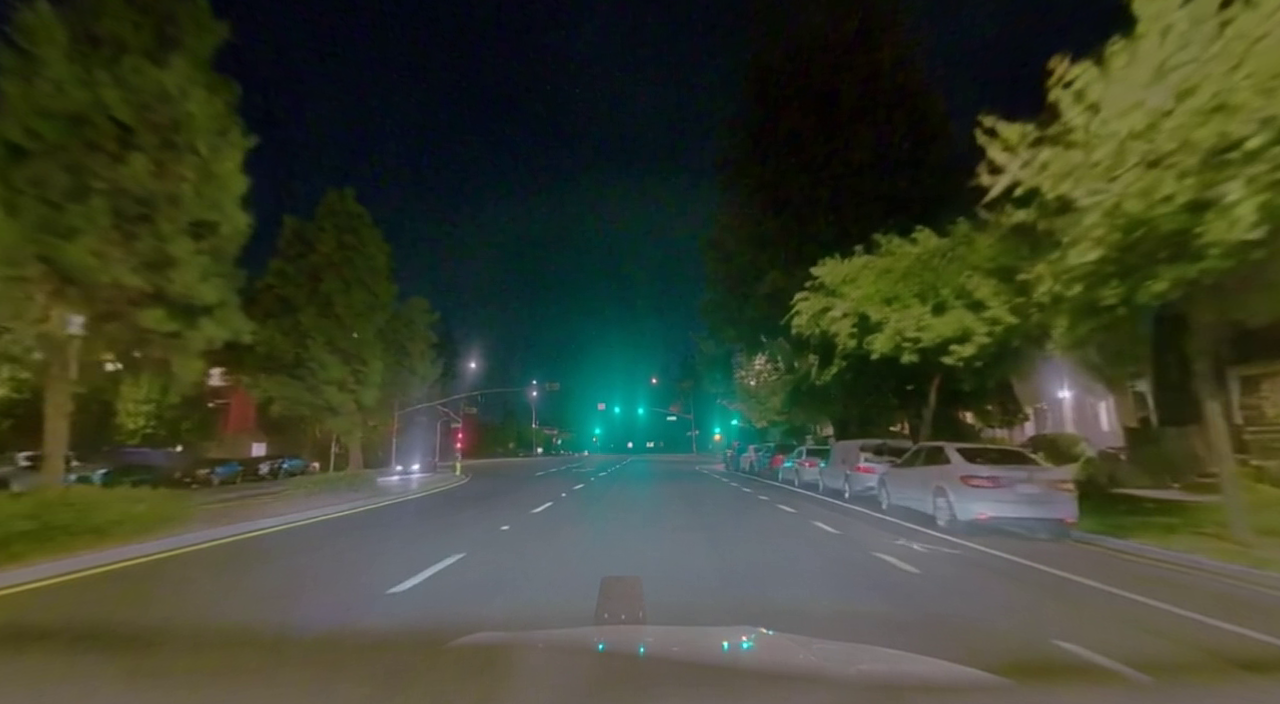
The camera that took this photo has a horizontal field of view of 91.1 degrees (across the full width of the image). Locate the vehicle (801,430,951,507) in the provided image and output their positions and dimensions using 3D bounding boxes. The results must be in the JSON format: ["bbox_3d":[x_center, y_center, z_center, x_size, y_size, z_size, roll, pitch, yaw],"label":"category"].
[{"bbox_3d":[6.212,3.133,17.314,2.112,1.788,4.933,0,-9,-1],"label":"vehicle"}]

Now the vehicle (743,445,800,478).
[{"bbox_3d":[6.468,5.401,31.313,1.901,1.470,4.580,0,-9,1],"label":"vehicle"}]

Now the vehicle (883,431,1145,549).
[{"bbox_3d":[6.223,2.314,11.234,1.918,1.662,4.393,0,-9,-1],"label":"vehicle"}]

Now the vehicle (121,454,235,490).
[{"bbox_3d":[-21.511,5.564,29.511,1.842,1.496,4.614,0,-9,1],"label":"vehicle"}]

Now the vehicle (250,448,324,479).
[{"bbox_3d":[-21.488,6.764,38.413,1.933,1.733,4.518,0,-9,-1],"label":"vehicle"}]

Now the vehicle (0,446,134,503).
[{"bbox_3d":[-21.678,4.420,23.171,2.001,1.839,4.669,0,-9,0],"label":"vehicle"}]
